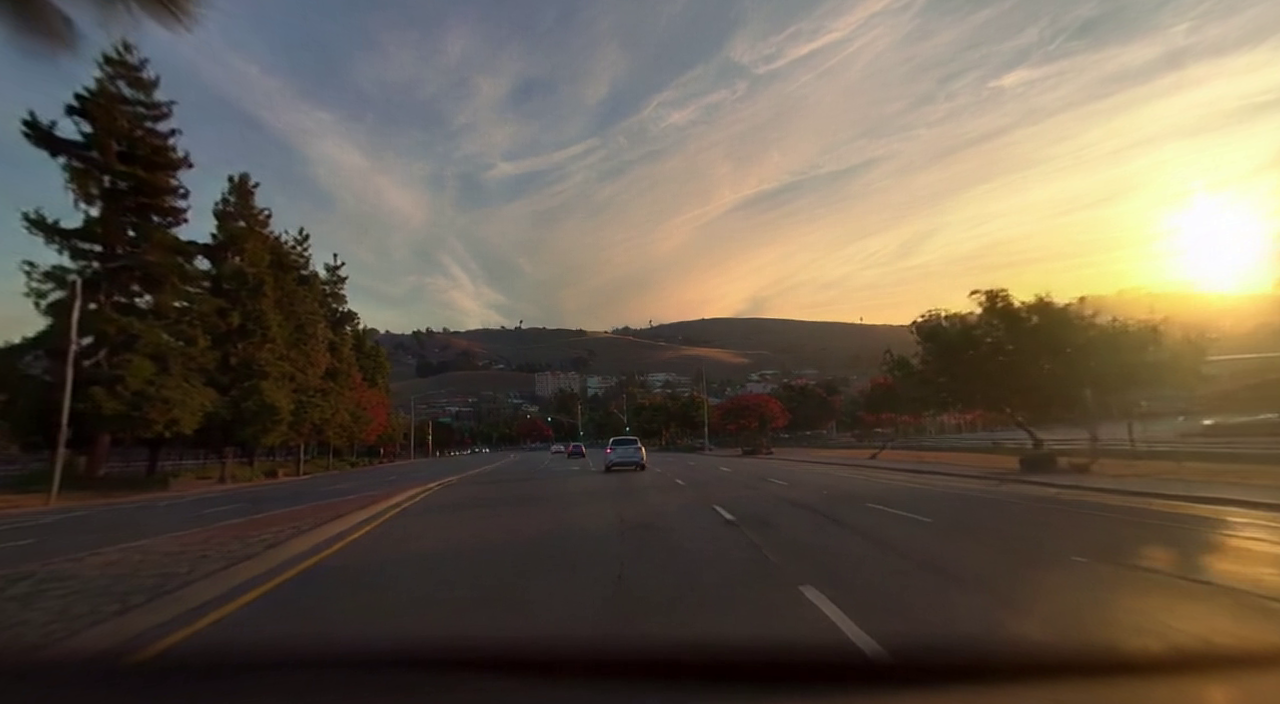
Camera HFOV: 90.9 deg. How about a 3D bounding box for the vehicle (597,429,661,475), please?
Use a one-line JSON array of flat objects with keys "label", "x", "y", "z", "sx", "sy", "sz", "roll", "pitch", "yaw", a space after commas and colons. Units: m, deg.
[{"label": "vehicle", "x": -0.560, "y": 4.217, "z": 26.725, "sx": 2.253, "sy": 1.756, "sz": 4.313, "roll": 1, "pitch": -8, "yaw": -7}]
